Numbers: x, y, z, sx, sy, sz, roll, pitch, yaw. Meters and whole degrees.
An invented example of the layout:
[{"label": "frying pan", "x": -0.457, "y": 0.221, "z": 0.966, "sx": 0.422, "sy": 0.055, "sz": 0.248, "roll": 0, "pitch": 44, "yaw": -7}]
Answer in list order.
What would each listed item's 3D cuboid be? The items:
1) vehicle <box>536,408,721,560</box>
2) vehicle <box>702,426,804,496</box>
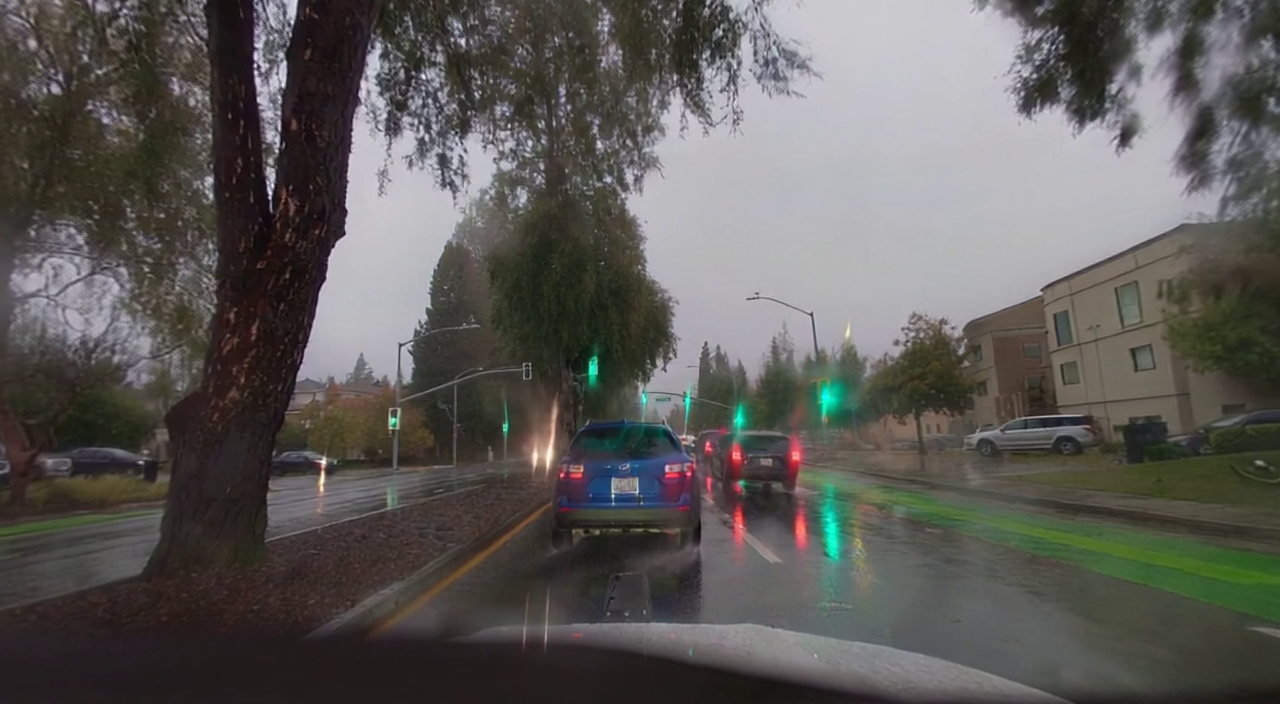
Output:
[{"label": "vehicle", "x": -0.117, "y": 1.805, "z": 9.270, "sx": 2.109, "sy": 1.730, "sz": 3.963, "roll": 0, "pitch": -8, "yaw": 0}, {"label": "vehicle", "x": 3.169, "y": 3.197, "z": 18.780, "sx": 2.189, "sy": 1.815, "sz": 4.495, "roll": 0, "pitch": -8, "yaw": 0}]
